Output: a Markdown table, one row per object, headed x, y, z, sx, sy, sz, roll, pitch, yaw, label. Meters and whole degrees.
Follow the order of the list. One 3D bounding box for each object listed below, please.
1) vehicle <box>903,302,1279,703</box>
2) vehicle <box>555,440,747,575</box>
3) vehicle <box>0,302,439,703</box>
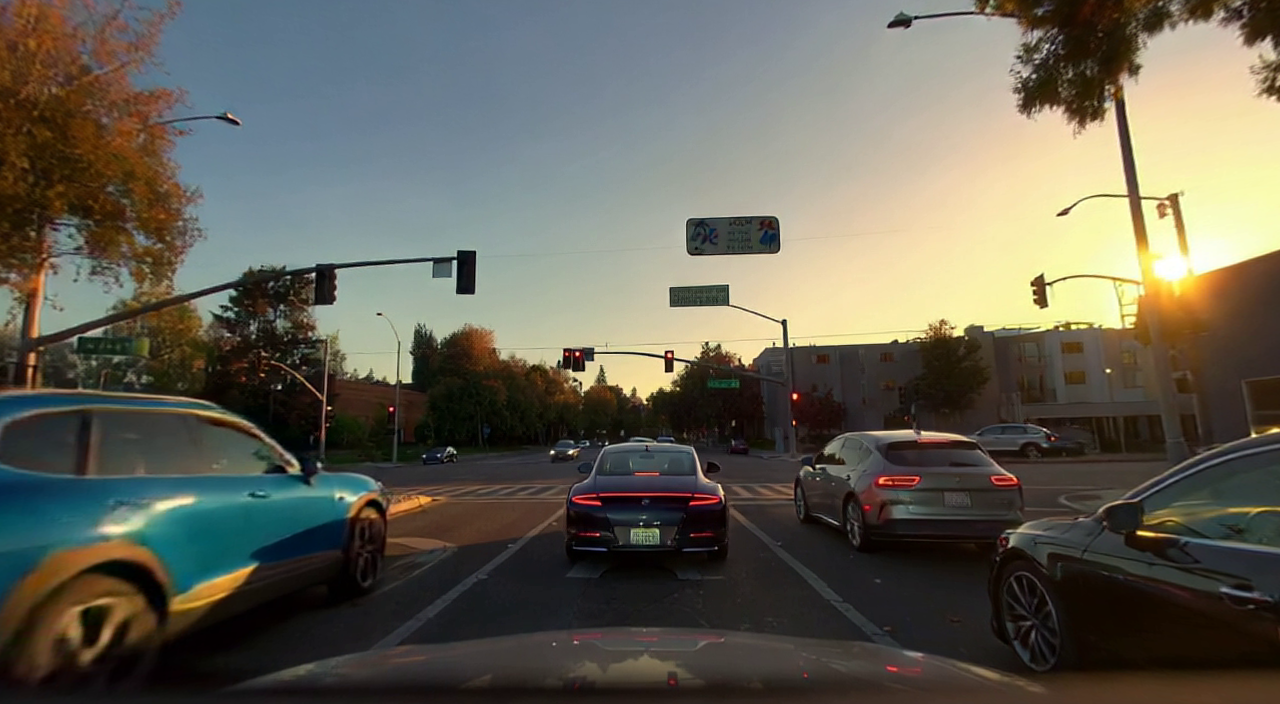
| x | y | z | sx | sy | sz | roll | pitch | yaw | label |
| --- | --- | --- | --- | --- | --- | --- | --- | --- | --- |
| 3.101 | 0.807 | 2.524 | 2.143 | 1.759 | 4.531 | 0 | -8 | 0 | vehicle |
| 0.121 | 1.872 | 8.388 | 1.945 | 1.343 | 3.827 | 0 | -8 | 0 | vehicle |
| -3.262 | 1.042 | 4.367 | 2.061 | 1.781 | 4.842 | 0 | -8 | 1 | vehicle |
